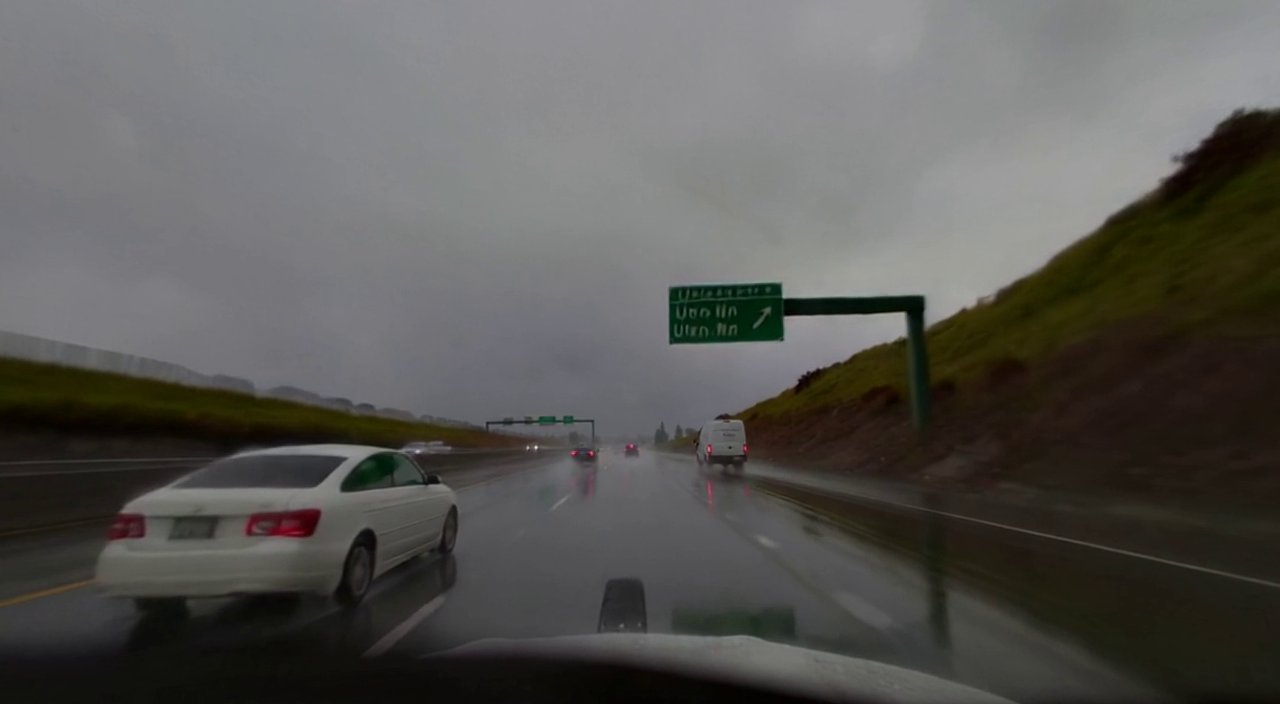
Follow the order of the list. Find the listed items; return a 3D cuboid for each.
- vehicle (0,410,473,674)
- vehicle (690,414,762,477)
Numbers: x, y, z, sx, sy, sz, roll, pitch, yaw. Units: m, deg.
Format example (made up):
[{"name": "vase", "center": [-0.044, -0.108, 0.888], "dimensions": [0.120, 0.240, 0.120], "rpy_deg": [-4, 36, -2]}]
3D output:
[{"name": "vehicle", "center": [-3.239, 1.482, 6.112], "dimensions": [1.939, 1.513, 4.773], "rpy_deg": [0, -9, 0]}, {"name": "vehicle", "center": [3.818, 4.356, 29.277], "dimensions": [2.361, 2.636, 5.684], "rpy_deg": [0, -9, -1]}]
